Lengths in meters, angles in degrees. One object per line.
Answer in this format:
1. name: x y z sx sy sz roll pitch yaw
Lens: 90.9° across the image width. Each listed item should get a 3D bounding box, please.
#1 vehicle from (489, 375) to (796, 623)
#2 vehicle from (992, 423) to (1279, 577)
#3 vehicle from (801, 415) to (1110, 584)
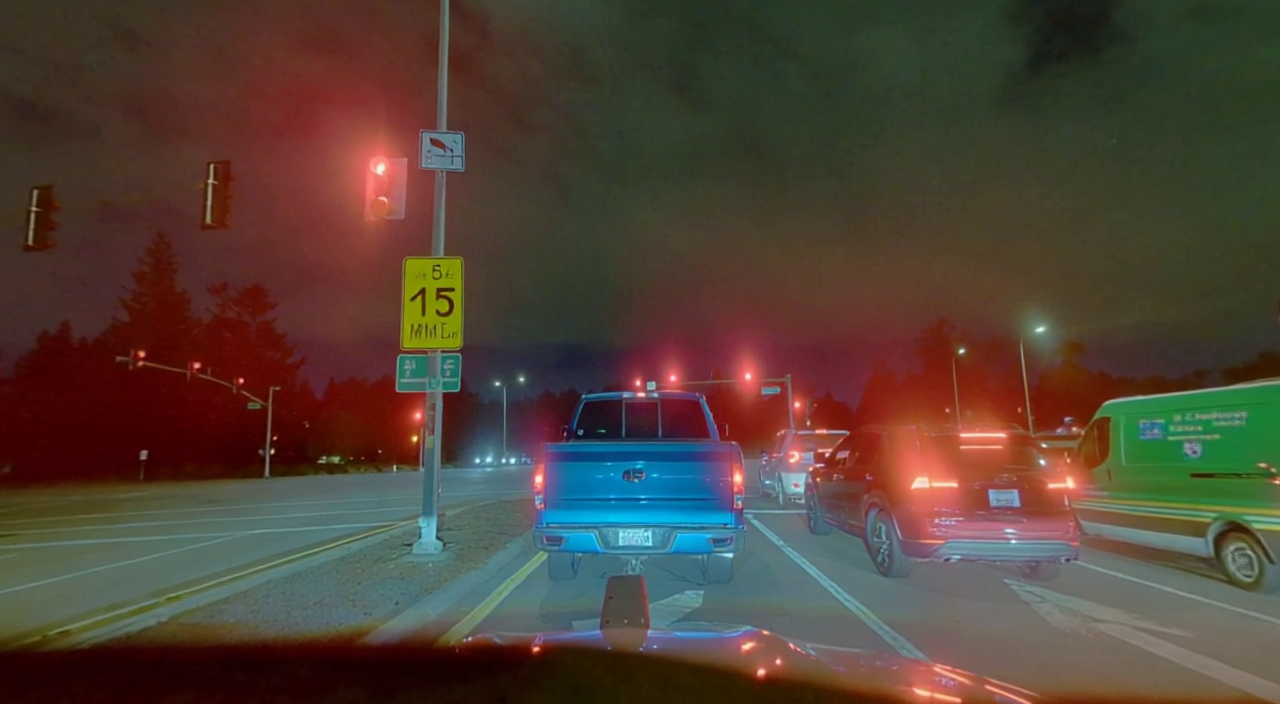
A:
1. vehicle: 0.051 1.475 7.354 2.326 1.880 4.964 0 -8 1
2. vehicle: 6.839 1.745 8.265 1.973 1.470 4.228 0 -8 0
3. vehicle: 3.581 1.726 8.185 1.981 1.616 4.006 0 -8 1
